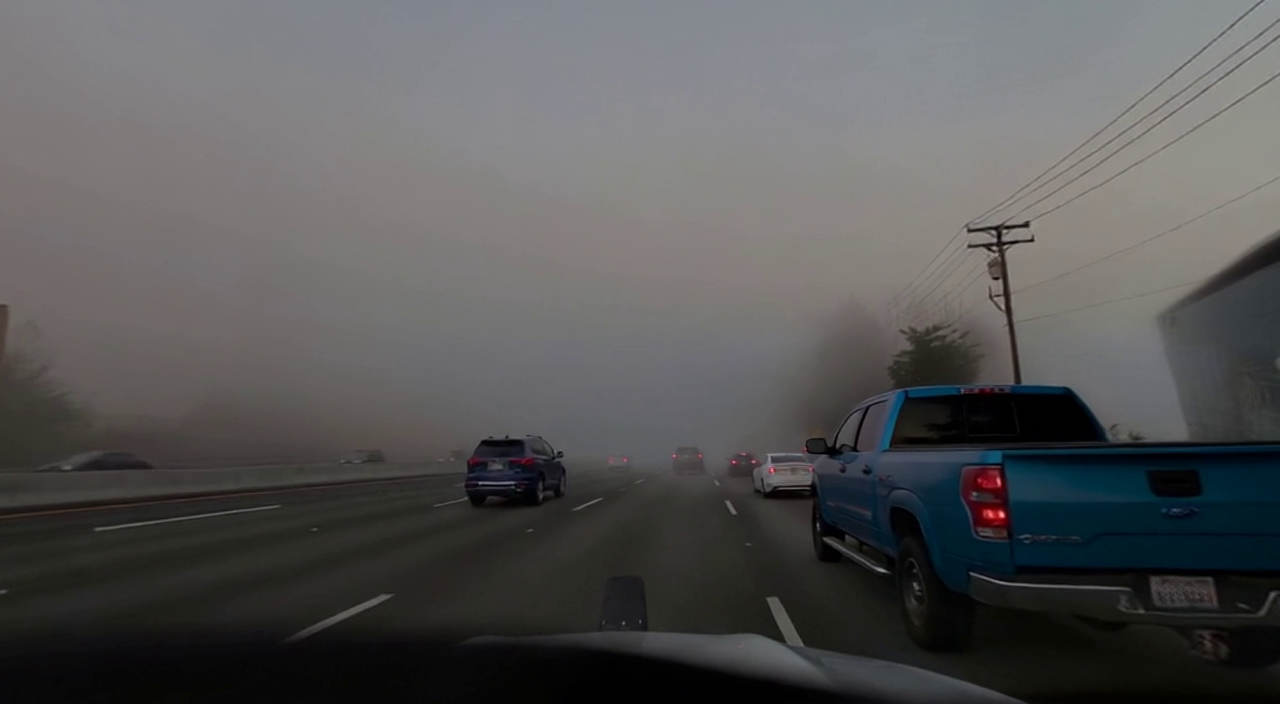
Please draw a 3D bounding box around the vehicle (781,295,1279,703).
[{"bbox_3d":[3.340,1.256,6.151,3.024,2.092,6.797,-1,-8,6],"label":"vehicle"}]

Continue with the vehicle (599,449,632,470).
[{"bbox_3d":[-1.836,8.261,48.755,2.119,1.478,4.644,-1,-8,3],"label":"vehicle"}]

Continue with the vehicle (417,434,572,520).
[{"bbox_3d":[-3.214,2.869,15.133,2.209,1.714,4.576,-1,-8,6],"label":"vehicle"}]

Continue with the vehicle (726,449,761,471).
[{"bbox_3d":[7.442,7.796,45.557,2.072,1.456,4.537,-1,-8,4],"label":"vehicle"}]

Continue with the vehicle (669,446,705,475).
[{"bbox_3d":[2.941,6.678,39.153,2.080,1.682,4.150,-1,-8,5],"label":"vehicle"}]

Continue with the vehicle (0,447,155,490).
[{"bbox_3d":[-26.510,5.412,29.821,2.209,1.785,5.754,-1,-8,6],"label":"vehicle"}]

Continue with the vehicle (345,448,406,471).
[{"bbox_3d":[-20.521,8.343,49.281,2.102,1.652,5.303,-1,-8,5],"label":"vehicle"}]
